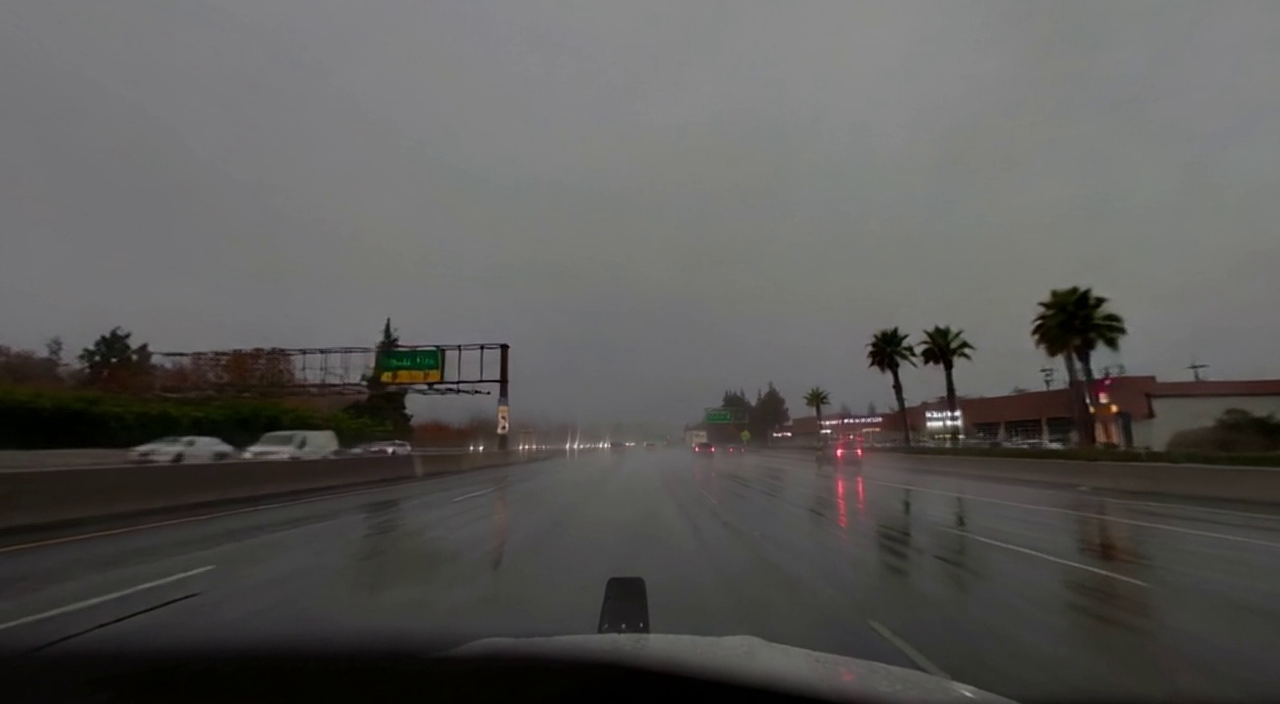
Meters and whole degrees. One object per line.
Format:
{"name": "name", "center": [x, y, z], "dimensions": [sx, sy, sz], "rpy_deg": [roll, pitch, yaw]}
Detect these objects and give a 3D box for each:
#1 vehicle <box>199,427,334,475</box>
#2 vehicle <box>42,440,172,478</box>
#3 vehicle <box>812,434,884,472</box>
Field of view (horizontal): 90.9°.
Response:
{"name": "vehicle", "center": [-15.884, 4.252, 27.345], "dimensions": [2.274, 1.848, 5.737], "rpy_deg": [0, -8, 1]}
{"name": "vehicle", "center": [-22.160, 4.437, 26.465], "dimensions": [1.750, 1.462, 4.168], "rpy_deg": [0, -8, 1]}
{"name": "vehicle", "center": [11.038, 5.367, 33.818], "dimensions": [2.168, 1.861, 4.678], "rpy_deg": [0, -8, -1]}
